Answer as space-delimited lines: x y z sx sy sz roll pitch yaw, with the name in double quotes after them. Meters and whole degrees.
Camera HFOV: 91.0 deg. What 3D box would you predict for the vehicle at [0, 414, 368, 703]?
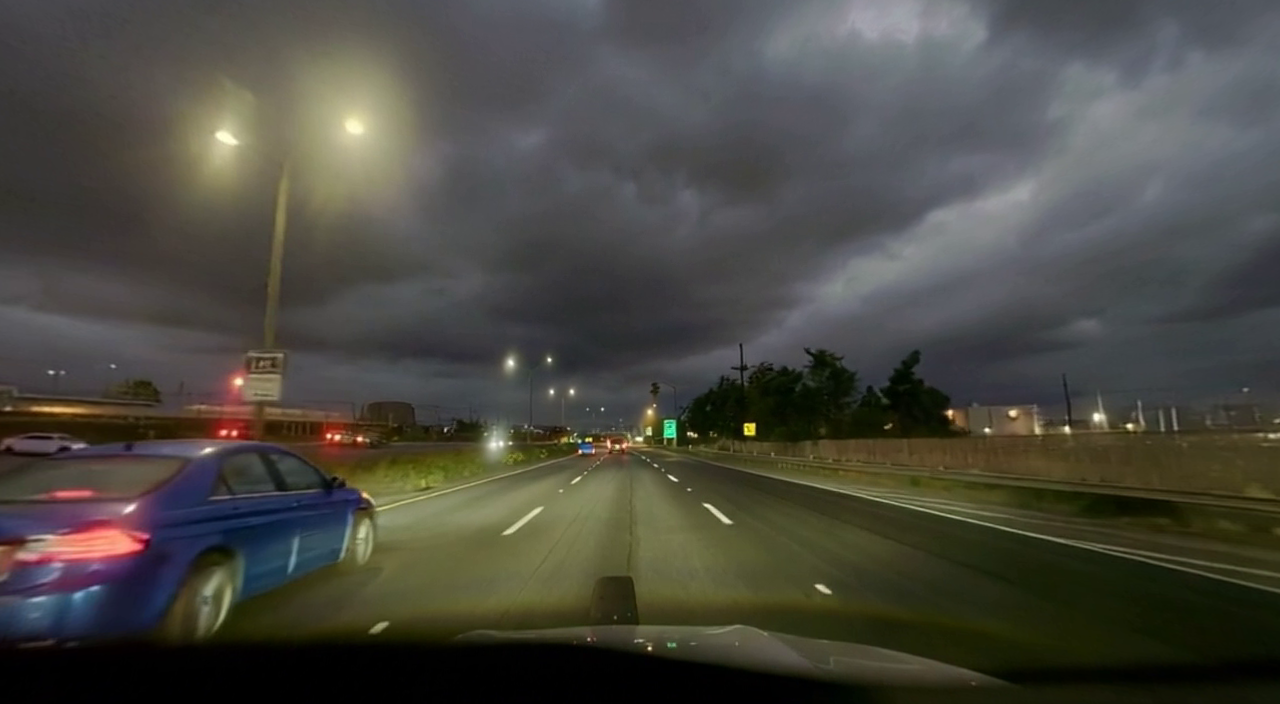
-3.683 1.226 4.206 1.916 1.451 4.166 0 -8 -1 "vehicle"
